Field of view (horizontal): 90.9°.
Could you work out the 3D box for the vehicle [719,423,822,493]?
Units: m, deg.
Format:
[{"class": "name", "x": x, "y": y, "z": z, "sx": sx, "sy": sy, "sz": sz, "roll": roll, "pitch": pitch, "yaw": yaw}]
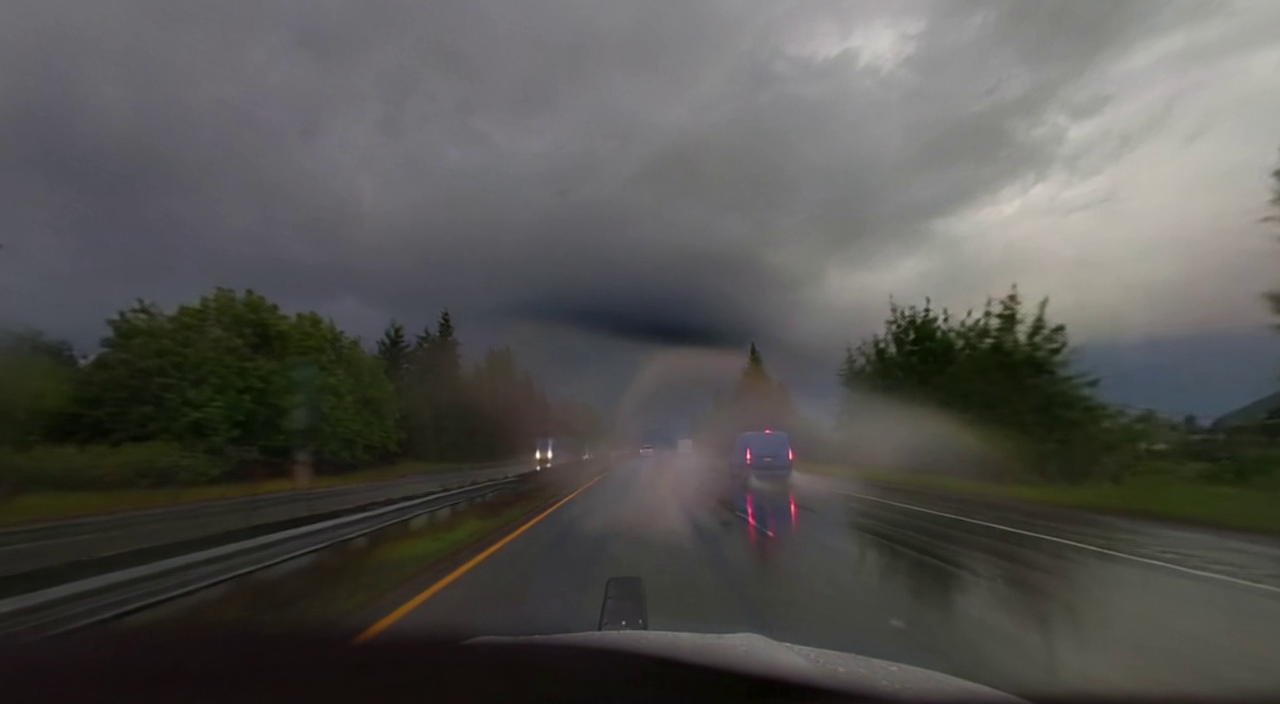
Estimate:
[{"class": "vehicle", "x": 4.209, "y": 3.543, "z": 21.254, "sx": 2.371, "sy": 2.045, "sz": 4.768, "roll": 0, "pitch": -9, "yaw": -1}]
